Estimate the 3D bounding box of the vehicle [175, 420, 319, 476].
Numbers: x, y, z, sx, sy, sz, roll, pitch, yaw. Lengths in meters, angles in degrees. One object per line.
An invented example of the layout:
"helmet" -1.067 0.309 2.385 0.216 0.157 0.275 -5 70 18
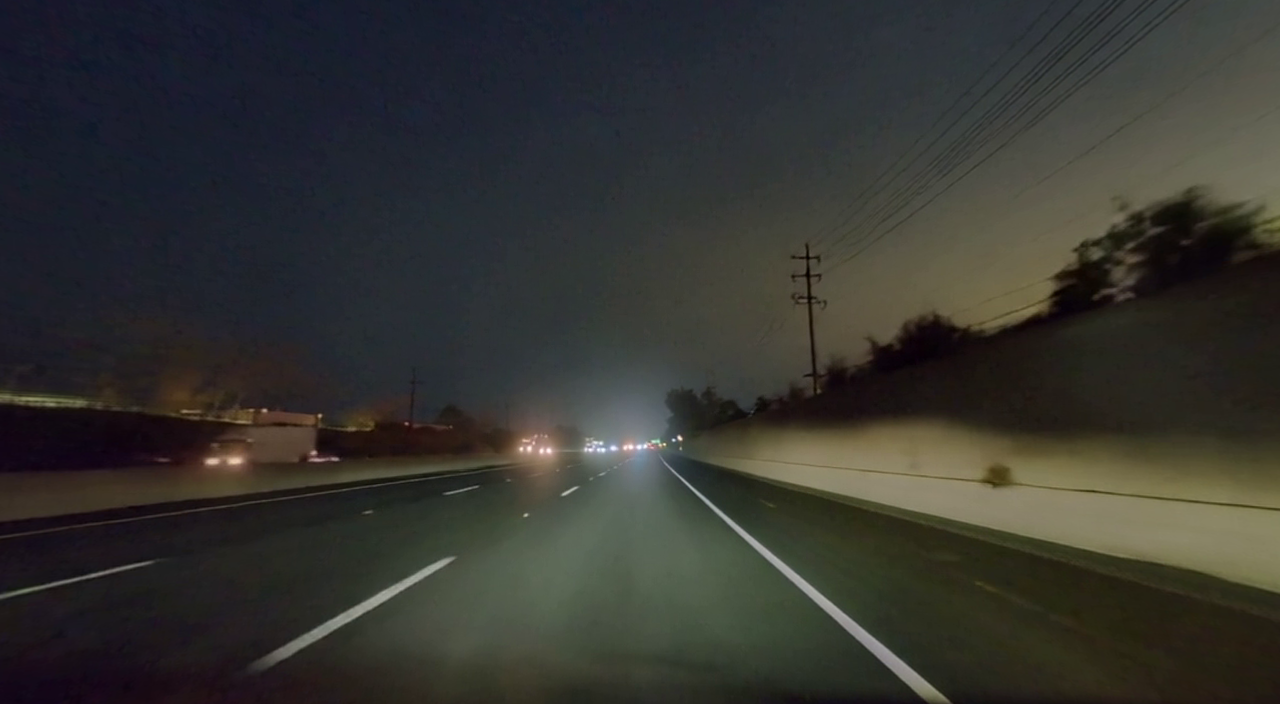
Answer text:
"vehicle" -22.631 5.638 37.066 2.866 2.908 8.457 0 -9 1
